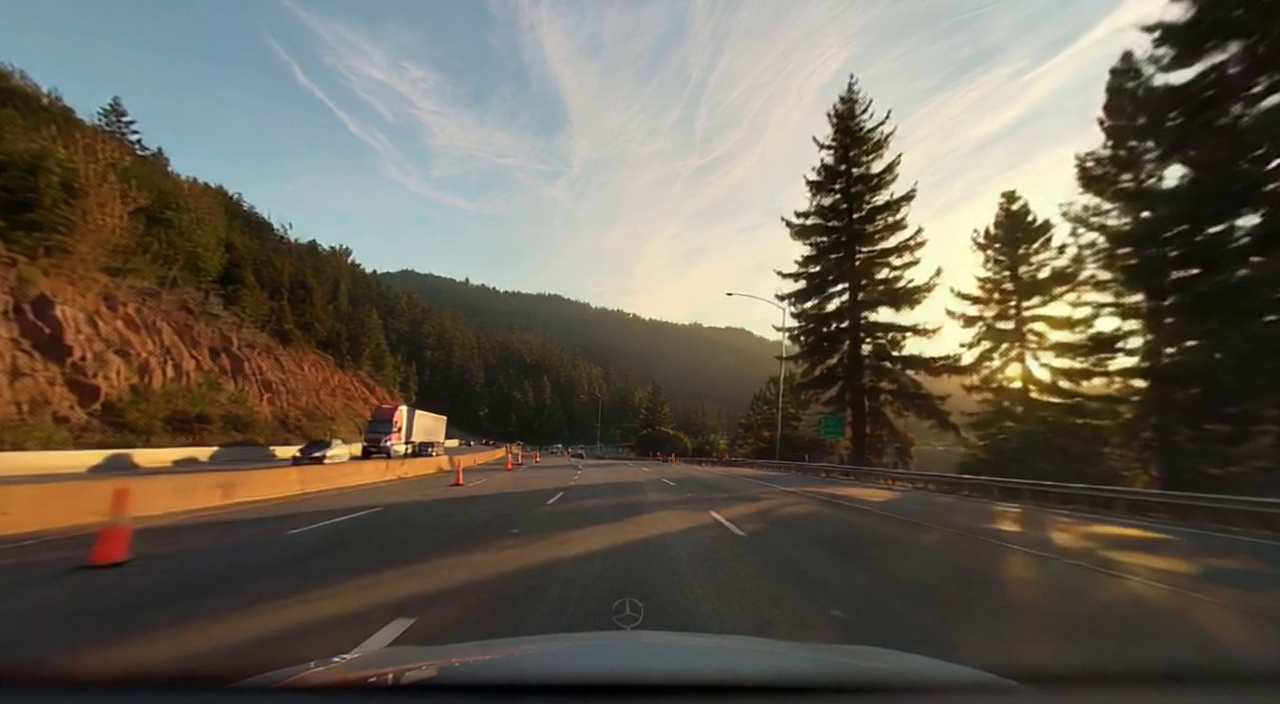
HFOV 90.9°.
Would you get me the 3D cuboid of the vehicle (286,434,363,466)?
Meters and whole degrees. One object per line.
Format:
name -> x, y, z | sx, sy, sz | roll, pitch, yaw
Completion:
vehicle -> -17.857, 5.589, 35.997 | 2.128, 1.719, 4.749 | 0, -9, -3
